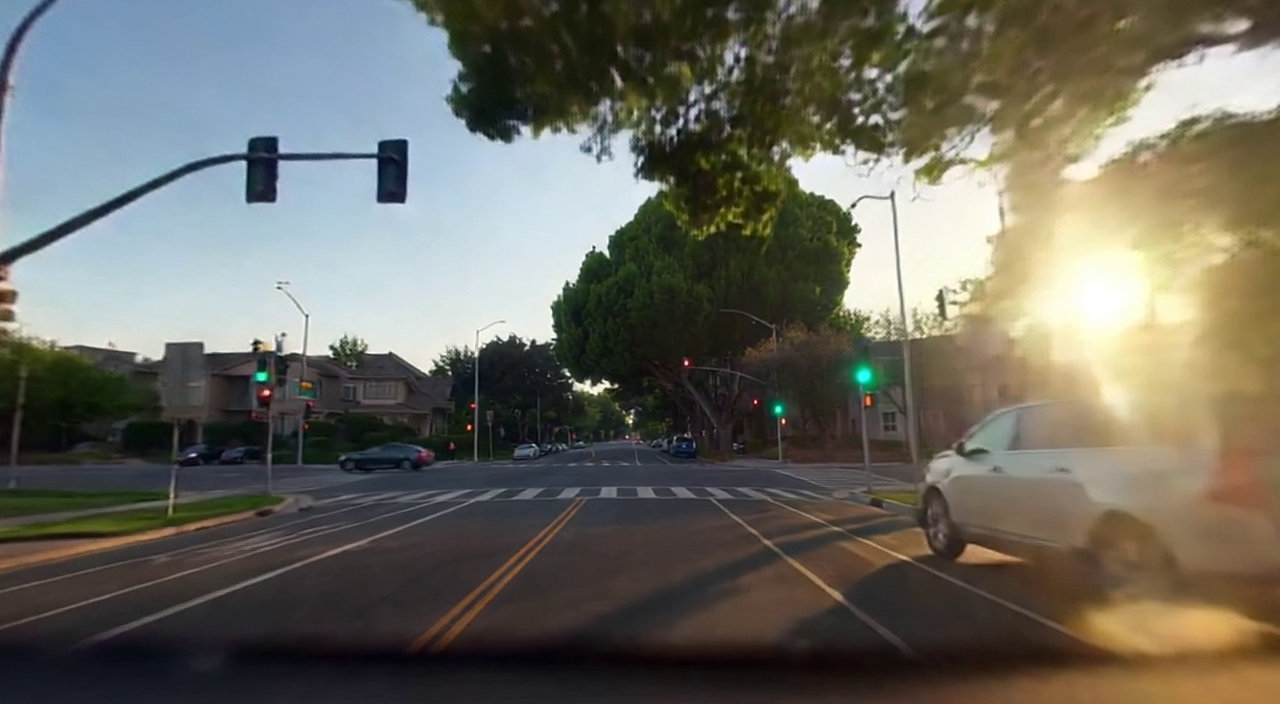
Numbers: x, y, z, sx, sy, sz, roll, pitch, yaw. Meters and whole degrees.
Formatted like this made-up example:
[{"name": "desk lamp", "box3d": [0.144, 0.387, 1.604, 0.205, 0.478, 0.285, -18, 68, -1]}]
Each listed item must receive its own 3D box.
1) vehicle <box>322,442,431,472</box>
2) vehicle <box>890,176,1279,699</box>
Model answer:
[{"name": "vehicle", "box3d": [-13.236, 5.280, 31.852, 4.606, 1.452, 1.917, 0, -8, 1]}, {"name": "vehicle", "box3d": [4.549, 0.771, 5.702, 2.398, 2.806, 4.857, 0, -8, -1]}]
